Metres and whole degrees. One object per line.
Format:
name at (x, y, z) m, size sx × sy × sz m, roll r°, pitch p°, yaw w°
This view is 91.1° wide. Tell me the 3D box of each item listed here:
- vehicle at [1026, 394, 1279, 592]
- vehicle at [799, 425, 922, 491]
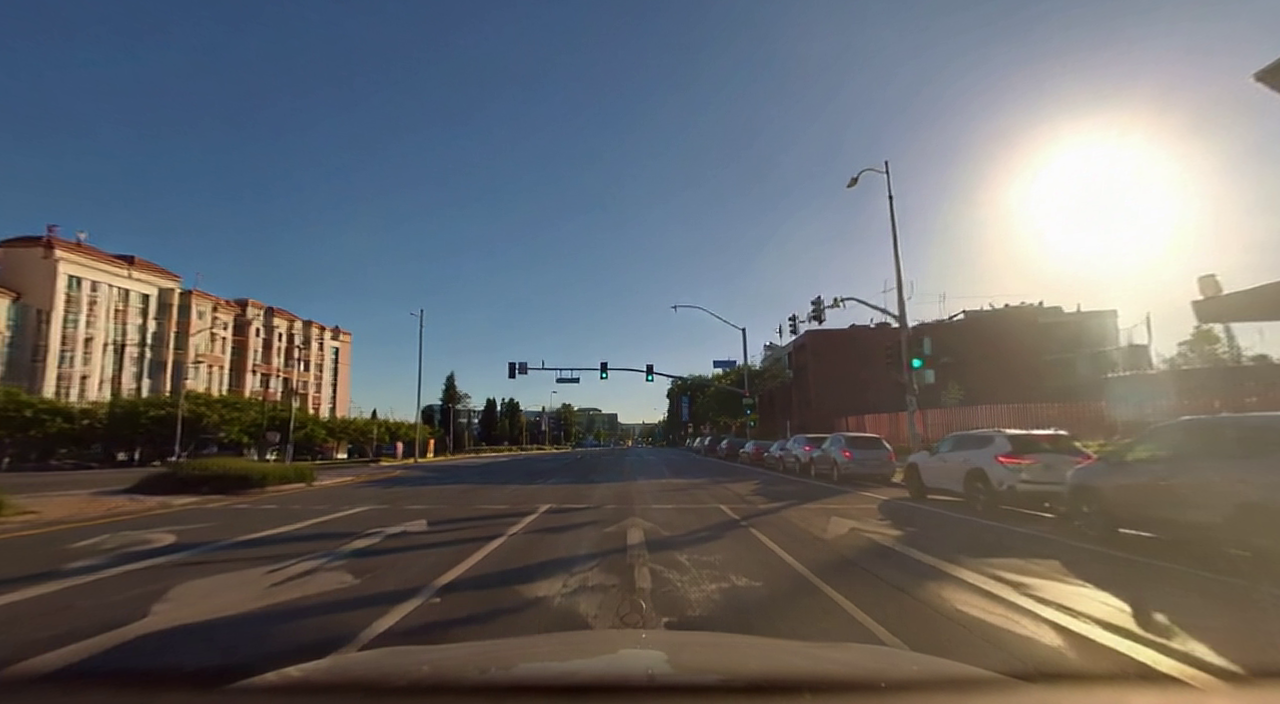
vehicle at (6.661, 1.406, 6.574) m, size 1.978 × 1.728 × 5.129 m, roll 0°, pitch -9°, yaw 0°
vehicle at (6.585, 3.240, 19.442) m, size 1.984 × 1.751 × 4.759 m, roll 0°, pitch -9°, yaw -1°
